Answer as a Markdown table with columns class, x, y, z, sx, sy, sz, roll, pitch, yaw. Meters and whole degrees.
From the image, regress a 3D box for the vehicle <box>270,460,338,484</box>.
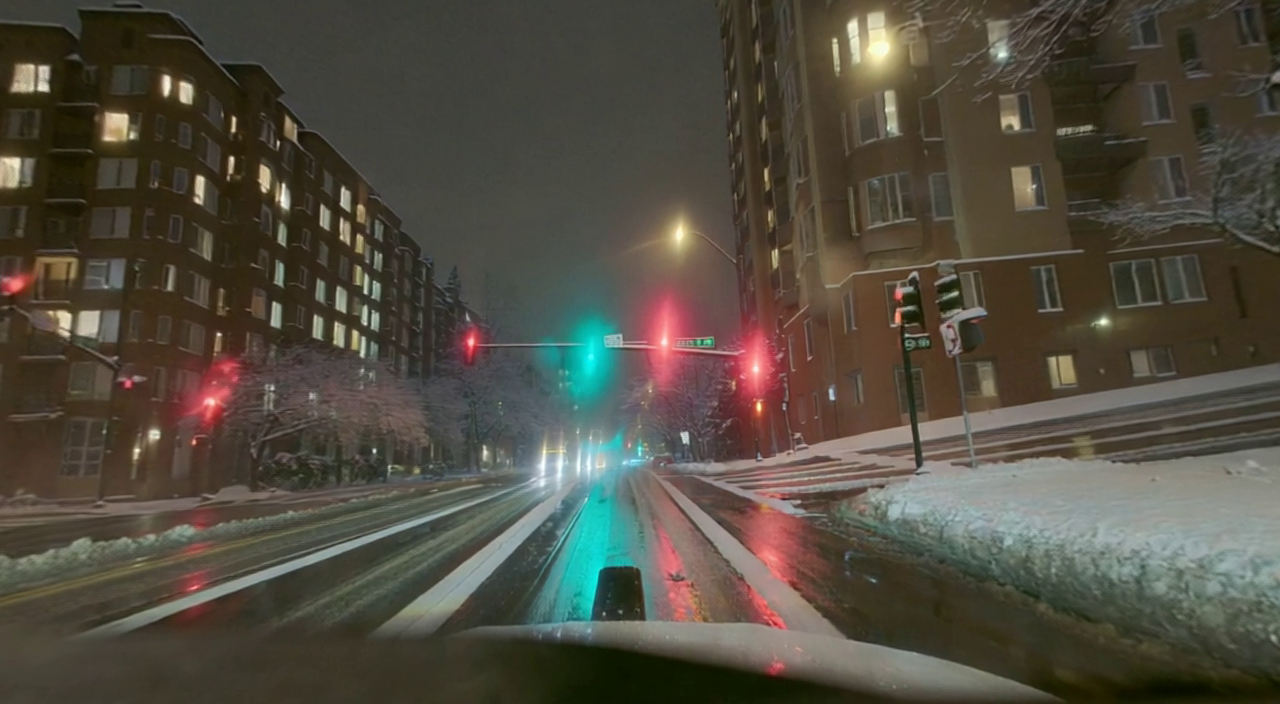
| class | x | y | z | sx | sy | sz | roll | pitch | yaw |
| --- | --- | --- | --- | --- | --- | --- | --- | --- | --- |
| vehicle | -24.653 | 8.806 | 46.281 | 3.882 | 1.600 | 1.768 | 0 | -9 | 1 |
